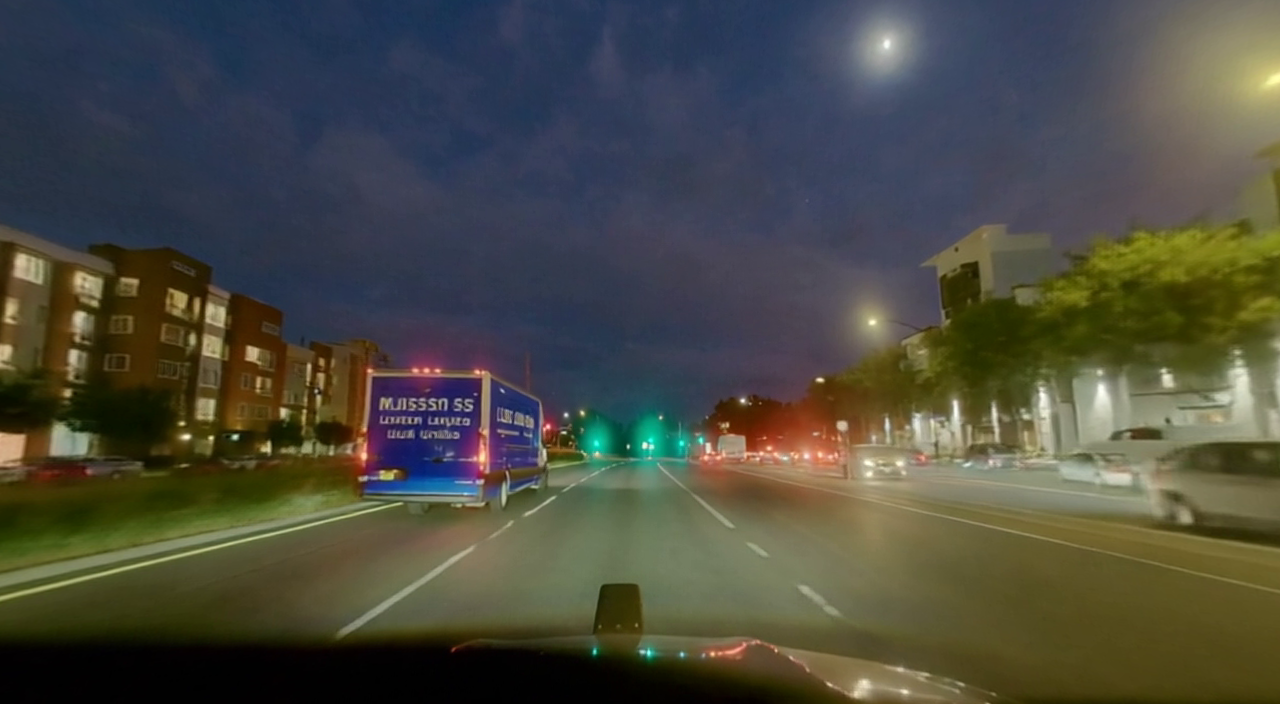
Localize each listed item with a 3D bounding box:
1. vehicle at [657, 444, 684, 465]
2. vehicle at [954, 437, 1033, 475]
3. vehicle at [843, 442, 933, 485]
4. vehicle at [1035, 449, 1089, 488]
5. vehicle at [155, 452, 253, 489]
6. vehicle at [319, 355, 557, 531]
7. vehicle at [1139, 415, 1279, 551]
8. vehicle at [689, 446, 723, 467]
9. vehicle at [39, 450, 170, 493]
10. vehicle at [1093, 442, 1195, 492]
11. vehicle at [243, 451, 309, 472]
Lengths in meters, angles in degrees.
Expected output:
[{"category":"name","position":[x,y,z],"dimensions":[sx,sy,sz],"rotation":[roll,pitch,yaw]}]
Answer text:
[{"category":"vehicle","position":[2.325,7.864,48.533],"dimensions":[1.878,1.534,4.120],"rotation":[0,-8,0]},{"category":"vehicle","position":[16.409,4.790,29.219],"dimensions":[4.218,1.622,1.930],"rotation":[9,-12,-43]},{"category":"vehicle","position":[9.202,4.160,23.801],"dimensions":[1.850,1.477,3.520],"rotation":[0,-8,-2]},{"category":"vehicle","position":[16.241,4.422,24.346],"dimensions":[1.519,1.364,3.372],"rotation":[-5,-10,33]},{"category":"vehicle","position":[-23.029,6.247,33.610],"dimensions":[1.869,1.724,4.505],"rotation":[0,-8,1]},{"category":"vehicle","position":[-3.924,2.061,14.549],"dimensions":[2.763,2.974,7.562],"rotation":[0,-8,2]},{"category":"vehicle","position":[9.122,1.690,8.153],"dimensions":[1.766,1.725,4.221],"rotation":[0,-8,-2]},{"category":"vehicle","position":[5.012,8.018,48.693],"dimensions":[2.127,1.439,5.034],"rotation":[0,-8,0]},{"category":"vehicle","position":[-23.018,5.111,27.434],"dimensions":[1.835,1.610,4.452],"rotation":[0,-8,-2]},{"category":"vehicle","position":[16.869,3.754,21.093],"dimensions":[4.141,1.486,1.900],"rotation":[7,-11,-42]},{"category":"vehicle","position":[-28.497,8.562,49.657],"dimensions":[1.878,1.476,4.847],"rotation":[-1,-9,7]}]
